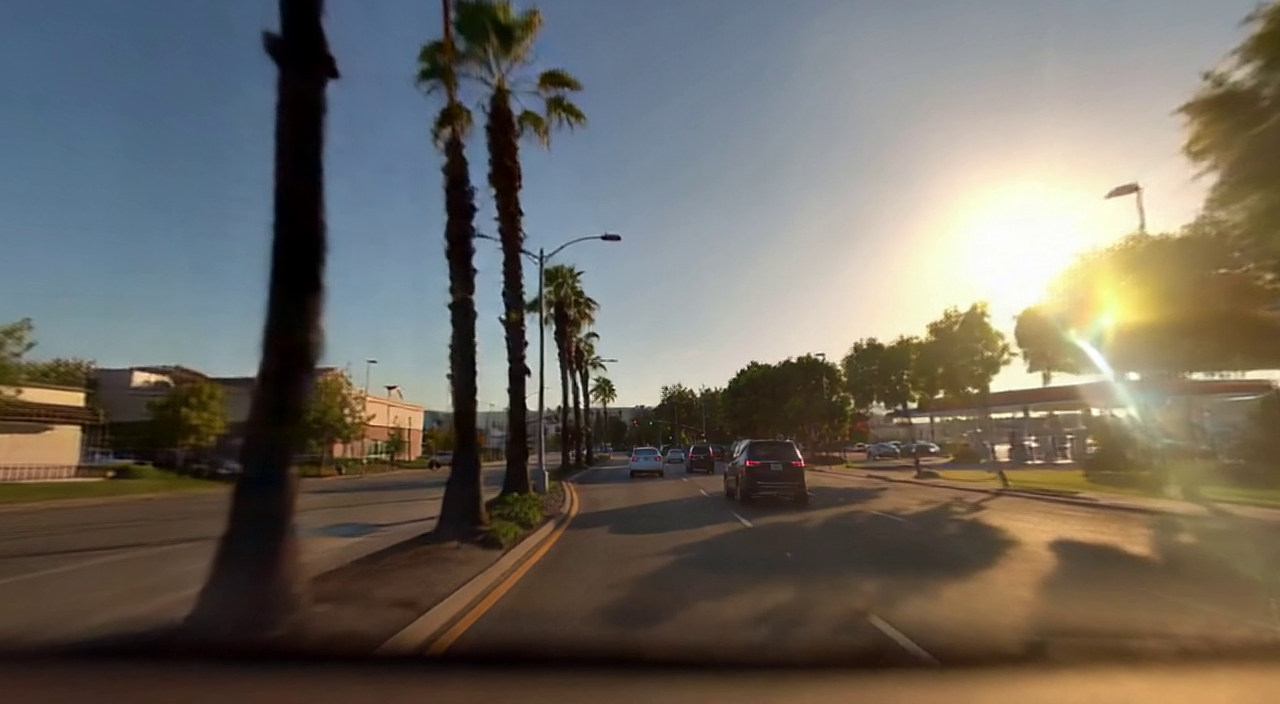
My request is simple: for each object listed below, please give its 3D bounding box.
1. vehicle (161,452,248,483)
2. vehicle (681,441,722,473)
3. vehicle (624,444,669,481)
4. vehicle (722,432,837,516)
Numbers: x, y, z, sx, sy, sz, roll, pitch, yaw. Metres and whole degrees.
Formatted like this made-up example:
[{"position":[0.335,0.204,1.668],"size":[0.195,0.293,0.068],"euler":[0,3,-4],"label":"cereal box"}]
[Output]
[{"position":[-25.447,6.716,36.920],"size":[1.867,1.699,3.782],"euler":[-9,-12,43],"label":"vehicle"},{"position":[3.932,6.803,41.079],"size":[2.154,1.975,4.634],"euler":[0,-9,-1],"label":"vehicle"},{"position":[0.289,5.241,30.170],"size":[1.991,1.664,3.814],"euler":[0,-9,0],"label":"vehicle"},{"position":[3.231,2.907,15.473],"size":[1.872,1.752,3.896],"euler":[0,-9,-1],"label":"vehicle"}]
